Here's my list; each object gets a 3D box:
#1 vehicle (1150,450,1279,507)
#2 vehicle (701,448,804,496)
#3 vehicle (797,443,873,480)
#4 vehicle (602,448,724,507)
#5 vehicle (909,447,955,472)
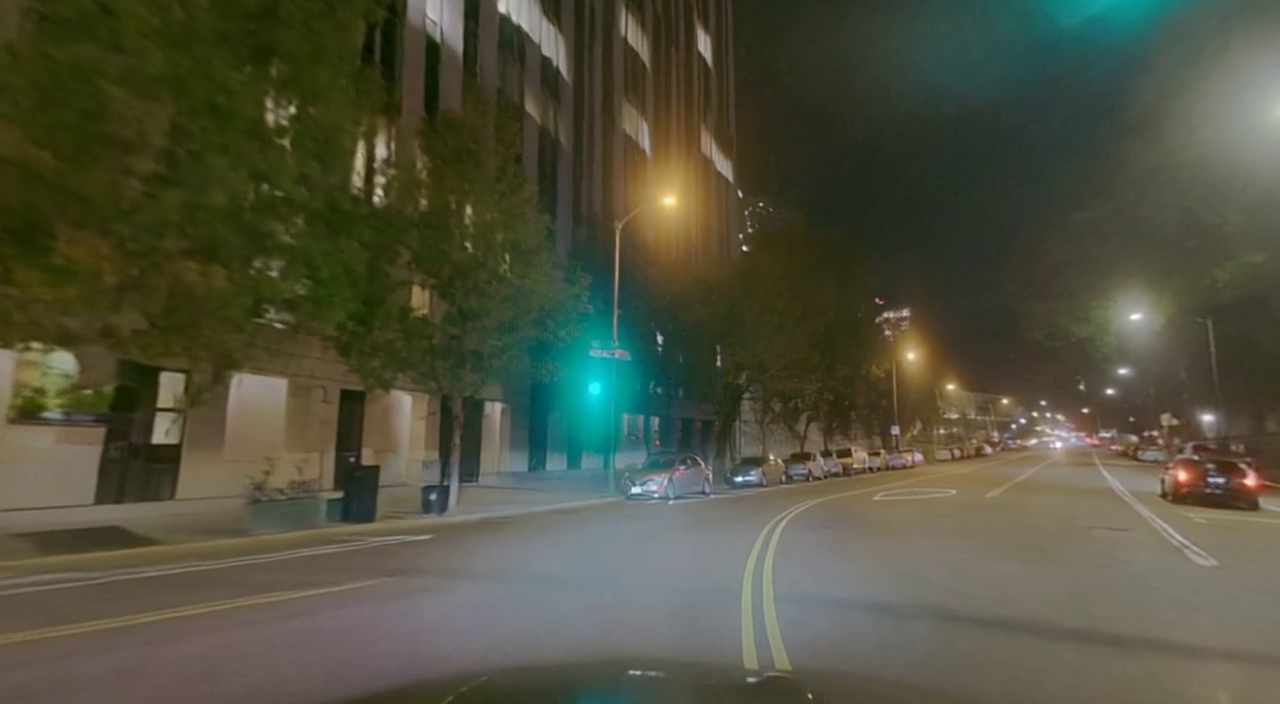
[{"bbox_3d":[17.856,3.856,19.807,2.148,1.488,4.508,-5,-9,31],"label":"vehicle"},{"bbox_3d":[4.555,4.638,24.900,2.179,1.658,4.765,-6,-10,34],"label":"vehicle"},{"bbox_3d":[10.637,5.850,34.058,2.171,1.816,5.274,-6,-10,36],"label":"vehicle"},{"bbox_3d":[0.868,3.931,20.264,1.922,1.628,4.291,-6,-10,34],"label":"vehicle"},{"bbox_3d":[18.315,6.680,39.431,1.852,1.465,4.092,-6,-10,33],"label":"vehicle"}]
